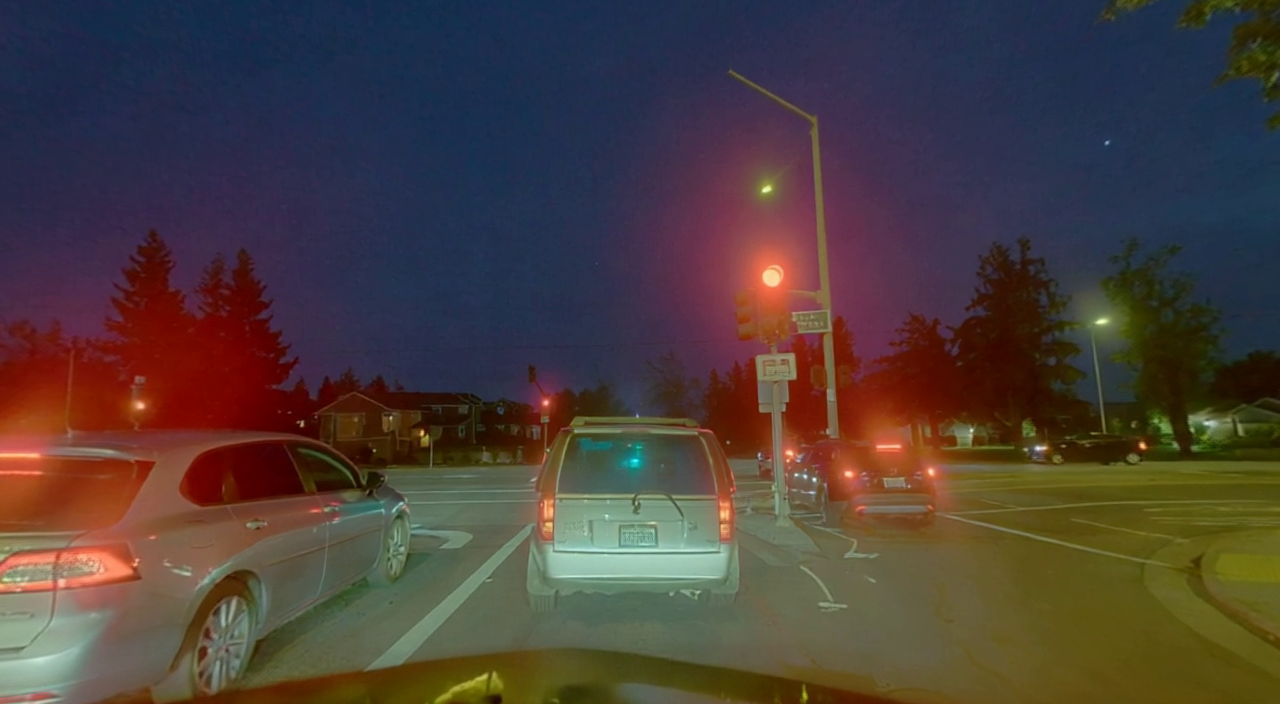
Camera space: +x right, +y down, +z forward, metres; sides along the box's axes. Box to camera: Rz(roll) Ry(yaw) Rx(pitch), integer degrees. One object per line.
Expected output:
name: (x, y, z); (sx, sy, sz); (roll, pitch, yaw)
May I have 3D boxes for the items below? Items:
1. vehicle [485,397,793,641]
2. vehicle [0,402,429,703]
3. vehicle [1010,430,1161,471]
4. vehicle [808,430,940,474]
vehicle: (-0.154, 1.470, 6.563); (2.154, 1.670, 4.140); (1, -9, -5)
vehicle: (-3.305, 1.272, 4.707); (2.035, 1.492, 4.415); (0, -9, -2)
vehicle: (18.317, 4.064, 26.191); (4.670, 1.616, 1.926); (-1, -9, 6)
vehicle: (9.896, 4.281, 27.106); (4.887, 1.769, 2.035); (-1, -9, 6)
